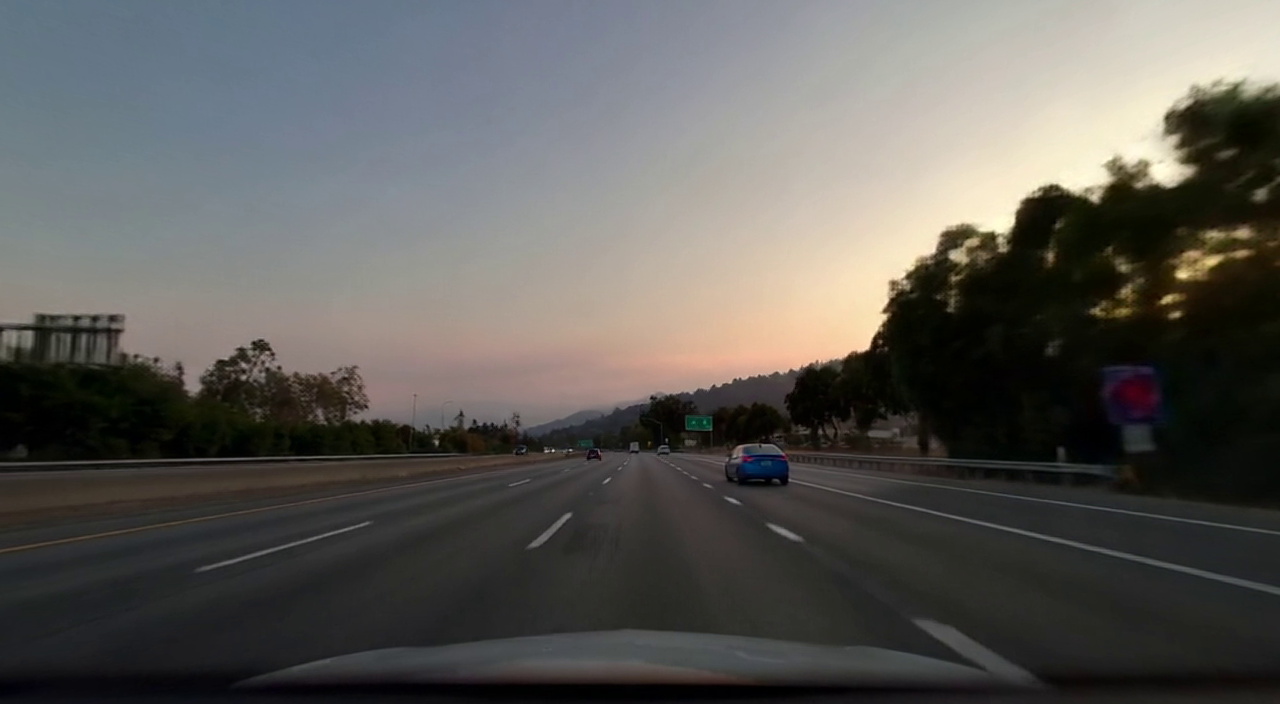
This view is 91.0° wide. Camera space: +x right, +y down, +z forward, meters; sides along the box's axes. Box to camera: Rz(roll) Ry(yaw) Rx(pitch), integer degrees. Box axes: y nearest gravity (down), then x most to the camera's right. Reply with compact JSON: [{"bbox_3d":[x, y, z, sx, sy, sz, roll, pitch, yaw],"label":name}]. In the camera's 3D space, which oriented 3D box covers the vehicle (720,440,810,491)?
[{"bbox_3d":[3.989,3.722,20.937,2.033,1.501,4.398,0,-9,-1],"label":"vehicle"}]
